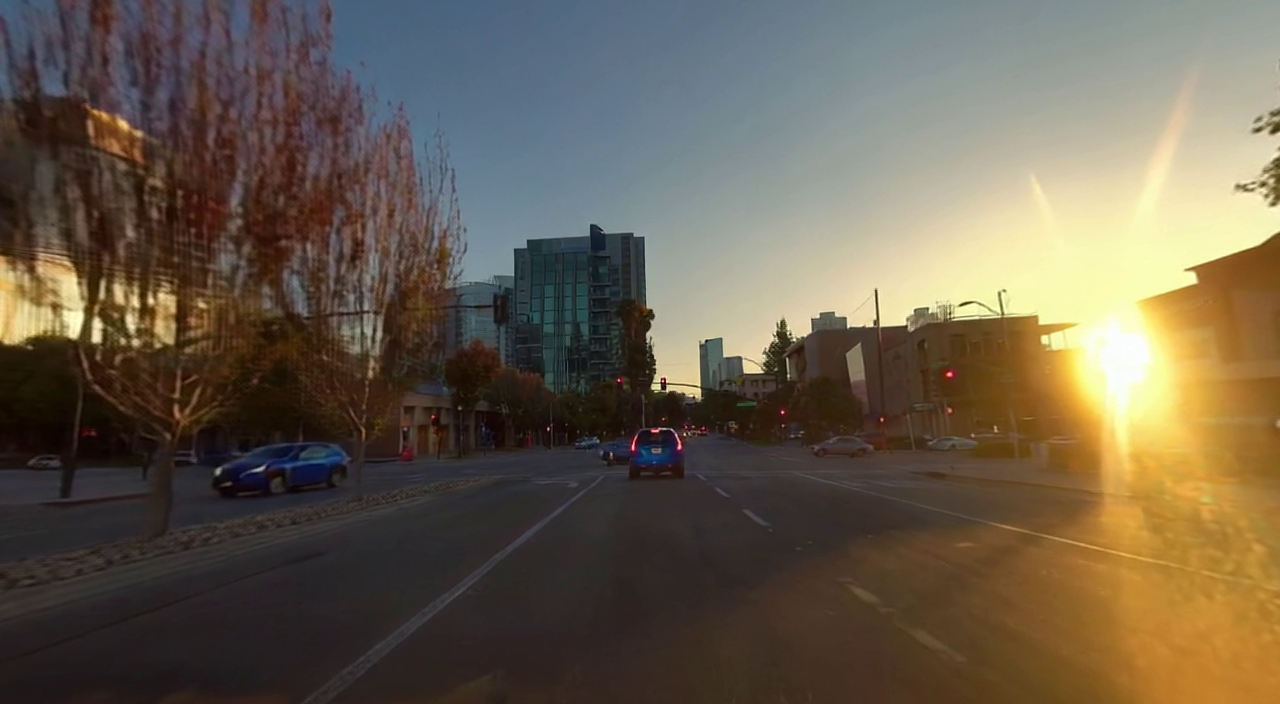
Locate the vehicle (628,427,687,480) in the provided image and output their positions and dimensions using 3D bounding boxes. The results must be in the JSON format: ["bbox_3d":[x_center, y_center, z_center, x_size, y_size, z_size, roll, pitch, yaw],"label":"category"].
[{"bbox_3d":[0.616,3.744,23.497,1.994,1.759,4.186,0,-8,1],"label":"vehicle"}]

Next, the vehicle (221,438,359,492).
[{"bbox_3d":[-12.023,3.885,22.084,1.954,1.673,4.460,-1,-8,6],"label":"vehicle"}]

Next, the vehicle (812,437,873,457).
[{"bbox_3d":[15.273,7.217,47.714,3.963,1.480,1.774,-1,-8,3],"label":"vehicle"}]
